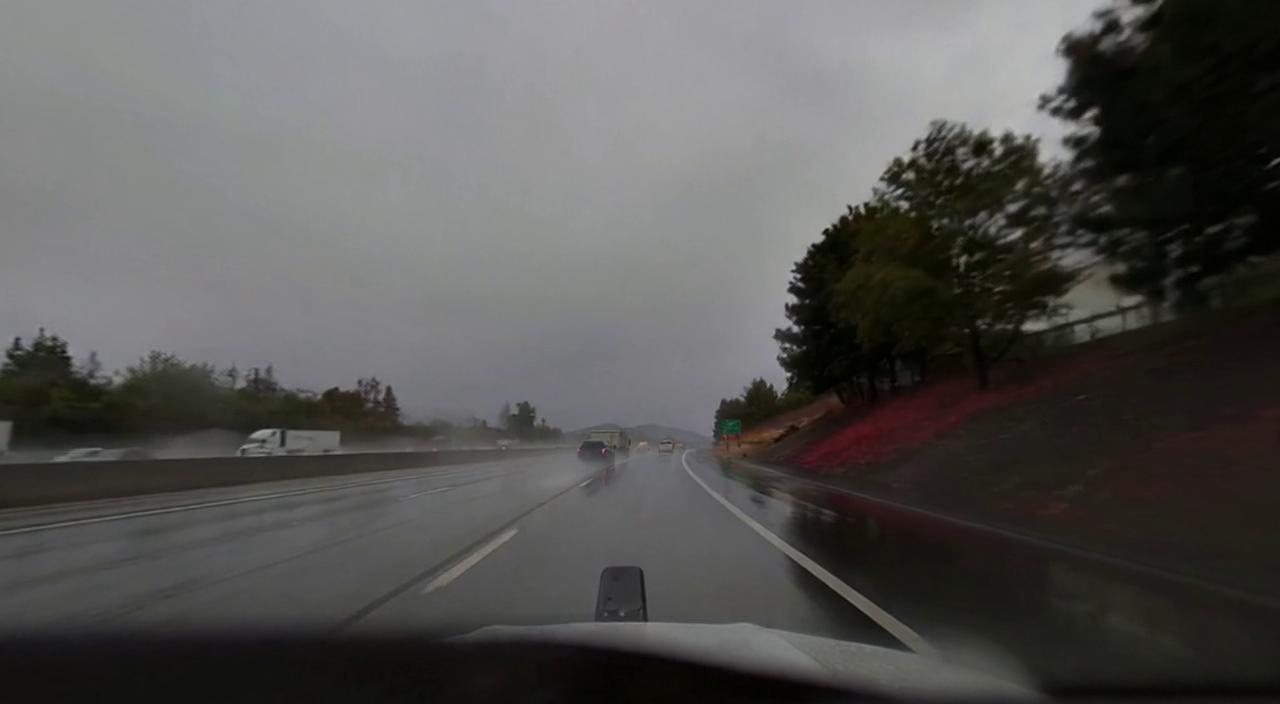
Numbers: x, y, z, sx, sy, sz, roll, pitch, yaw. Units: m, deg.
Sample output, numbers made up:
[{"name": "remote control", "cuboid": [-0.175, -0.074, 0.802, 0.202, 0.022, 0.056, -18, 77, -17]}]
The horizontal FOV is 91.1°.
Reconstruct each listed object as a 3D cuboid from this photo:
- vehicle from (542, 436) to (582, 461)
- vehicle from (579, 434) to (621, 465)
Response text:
[{"name": "vehicle", "cuboid": [-5.740, 7.160, 46.633, 2.078, 1.729, 4.722, 0, -9, 3]}, {"name": "vehicle", "cuboid": [-2.401, 5.963, 38.548, 2.194, 1.766, 3.720, 0, -9, 3]}]
